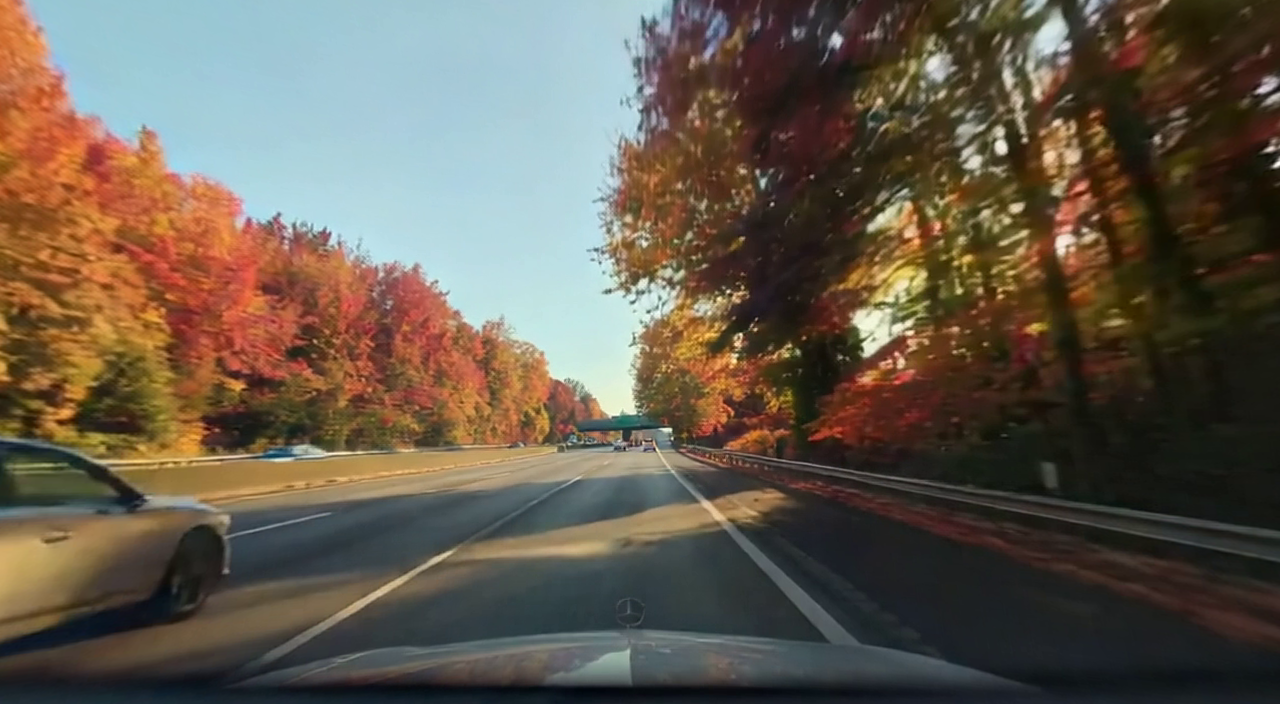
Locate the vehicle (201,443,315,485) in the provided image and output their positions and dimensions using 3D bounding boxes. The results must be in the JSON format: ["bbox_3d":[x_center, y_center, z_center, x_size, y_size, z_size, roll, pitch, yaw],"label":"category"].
[{"bbox_3d":[-15.369,4.493,25.622,1.927,1.519,4.301,0,-8,0],"label":"vehicle"}]

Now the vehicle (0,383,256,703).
[{"bbox_3d":[-4.273,0.945,2.876,2.123,1.643,4.479,0,-8,1],"label":"vehicle"}]
